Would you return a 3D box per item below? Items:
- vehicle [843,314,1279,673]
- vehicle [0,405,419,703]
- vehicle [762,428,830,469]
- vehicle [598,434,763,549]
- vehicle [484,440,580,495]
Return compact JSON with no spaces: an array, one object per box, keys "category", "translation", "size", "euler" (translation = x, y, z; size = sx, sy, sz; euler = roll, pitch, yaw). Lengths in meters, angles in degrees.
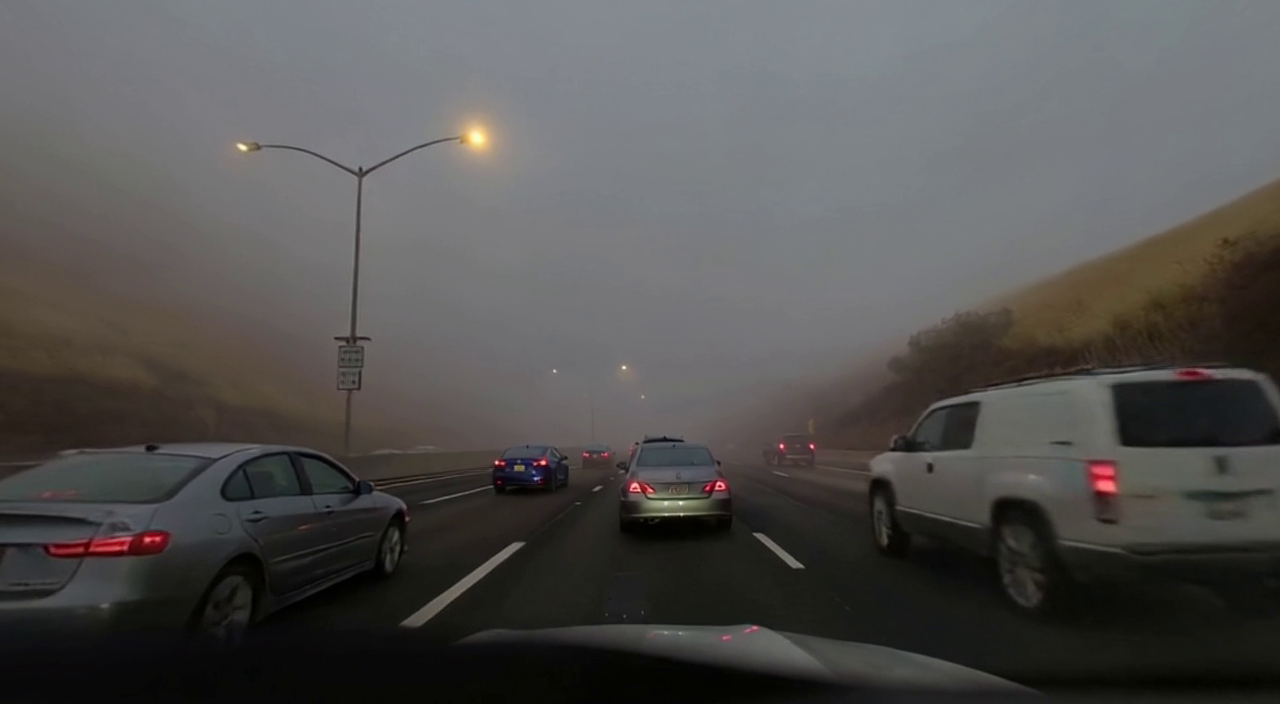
[{"category":"vehicle","translation":[3.594,1.057,5.628],"size":[2.086,1.884,4.547],"euler":[0,-9,1]},{"category":"vehicle","translation":[-3.455,1.292,4.629],"size":[2.033,1.513,4.333],"euler":[0,-9,1]},{"category":"vehicle","translation":[7.612,4.777,31.347],"size":[2.210,1.831,4.843],"euler":[0,-9,1]},{"category":"vehicle","translation":[0.551,2.064,9.981],"size":[2.072,1.431,3.904],"euler":[0,-9,1]},{"category":"vehicle","translation":[-3.126,3.440,19.214],"size":[2.017,1.446,4.384],"euler":[-1,-9,2]}]
